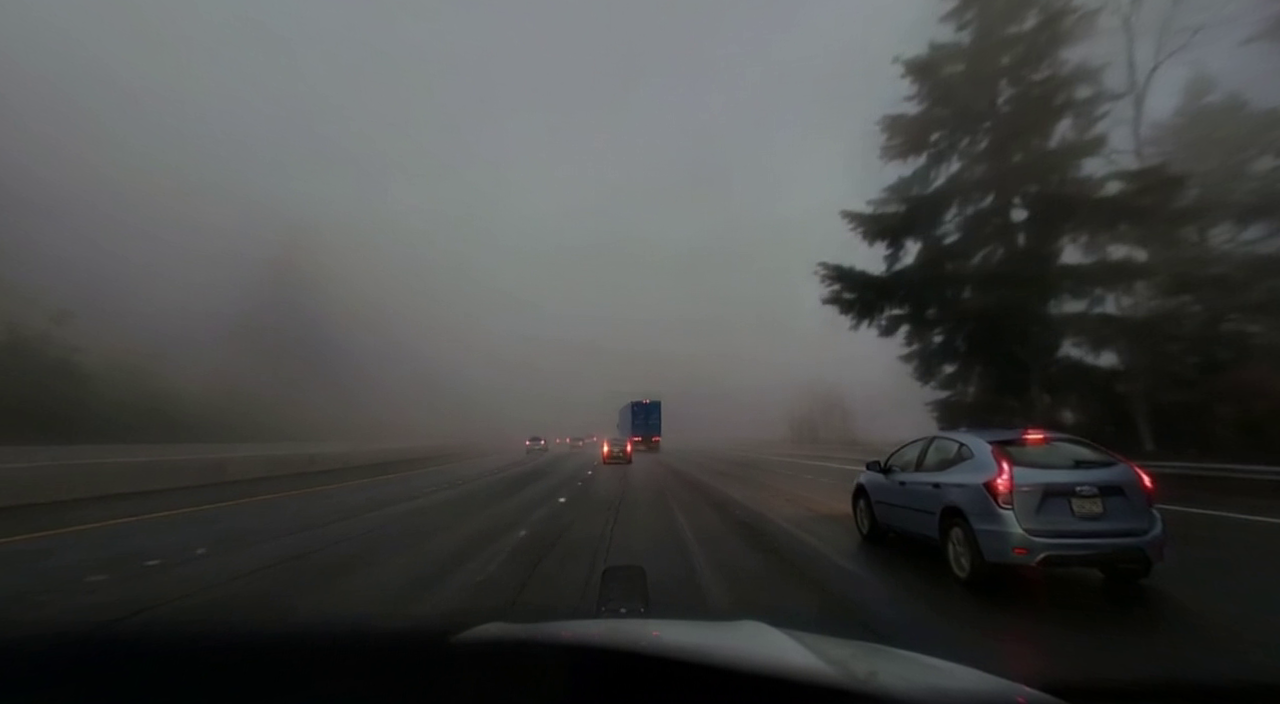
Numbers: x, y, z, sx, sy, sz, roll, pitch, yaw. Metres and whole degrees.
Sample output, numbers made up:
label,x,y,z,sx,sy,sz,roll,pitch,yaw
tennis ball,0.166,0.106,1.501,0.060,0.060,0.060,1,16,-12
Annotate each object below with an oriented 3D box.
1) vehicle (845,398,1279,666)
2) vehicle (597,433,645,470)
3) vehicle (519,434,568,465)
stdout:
label,x,y,z,sx,sy,sz,roll,pitch,yaw
vehicle,3.582,1.317,5.718,1.971,1.472,4.301,0,-8,0
vehicle,-0.849,4.436,28.177,2.020,1.516,3.951,0,-8,-2
vehicle,-5.061,5.175,33.682,2.072,1.512,4.043,0,-8,-2
